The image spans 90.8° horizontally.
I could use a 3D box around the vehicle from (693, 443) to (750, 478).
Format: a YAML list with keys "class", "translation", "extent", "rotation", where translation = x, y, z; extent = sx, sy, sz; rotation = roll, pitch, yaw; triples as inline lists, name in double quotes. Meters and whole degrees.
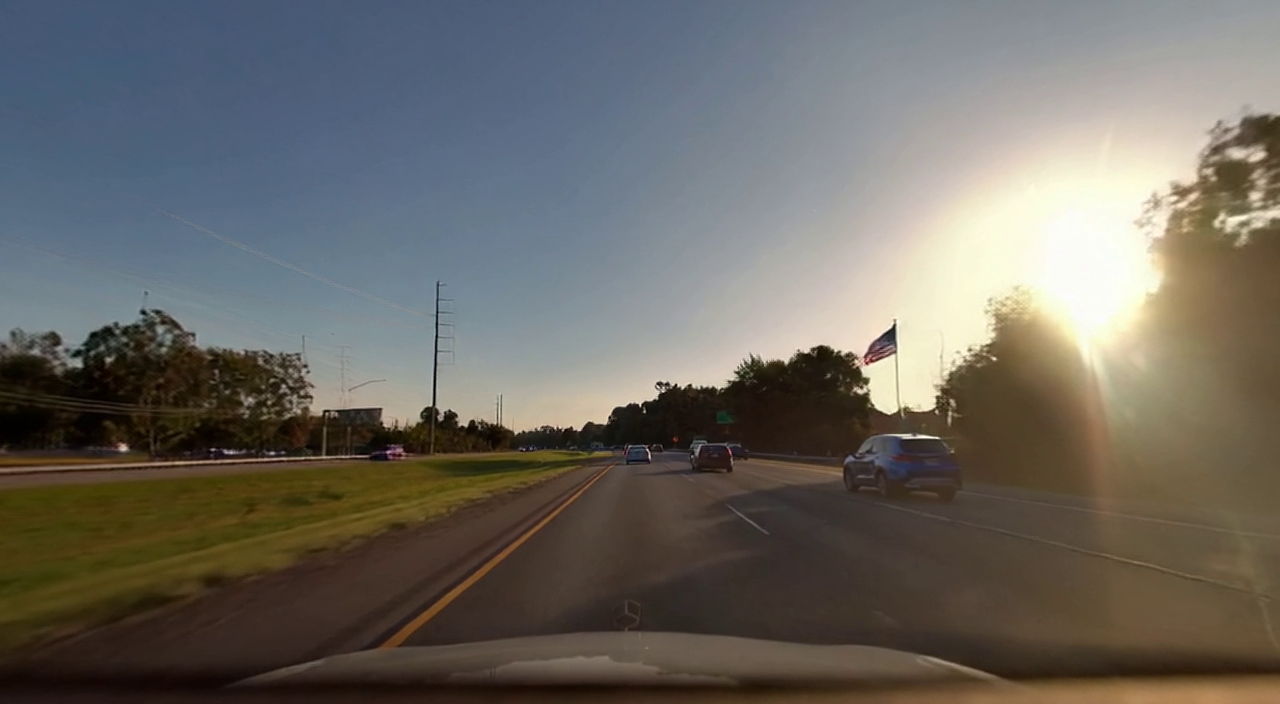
- class: "vehicle"
  translation: [3.694, 4.994, 29.343]
  extent: [1.978, 1.488, 4.252]
  rotation: [0, -8, -1]

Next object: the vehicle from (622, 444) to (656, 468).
- class: "vehicle"
  translation: [-0.067, 6.641, 40.405]
  extent: [2.085, 1.449, 3.860]
  rotation: [0, -8, -1]

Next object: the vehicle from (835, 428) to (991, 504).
- class: "vehicle"
  translation: [7.316, 3.085, 17.617]
  extent: [2.114, 1.800, 4.779]
  rotation: [0, -8, -1]
